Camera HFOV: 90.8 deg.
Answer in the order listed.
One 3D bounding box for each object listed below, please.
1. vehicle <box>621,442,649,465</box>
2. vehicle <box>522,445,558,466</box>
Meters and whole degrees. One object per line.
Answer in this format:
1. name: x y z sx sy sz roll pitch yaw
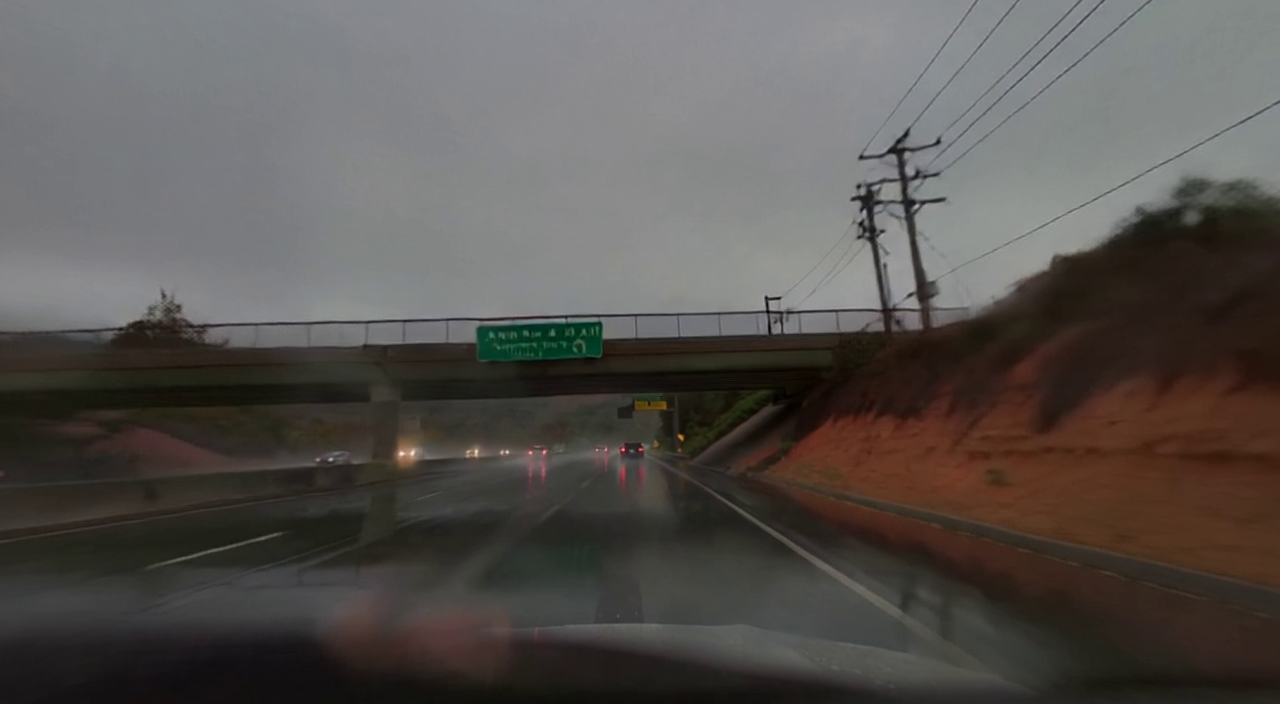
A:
1. vehicle: -0.383 7.808 48.834 2.063 1.715 4.299 0 -8 -1
2. vehicle: -7.759 8.063 49.450 2.077 1.511 4.323 0 -8 0
